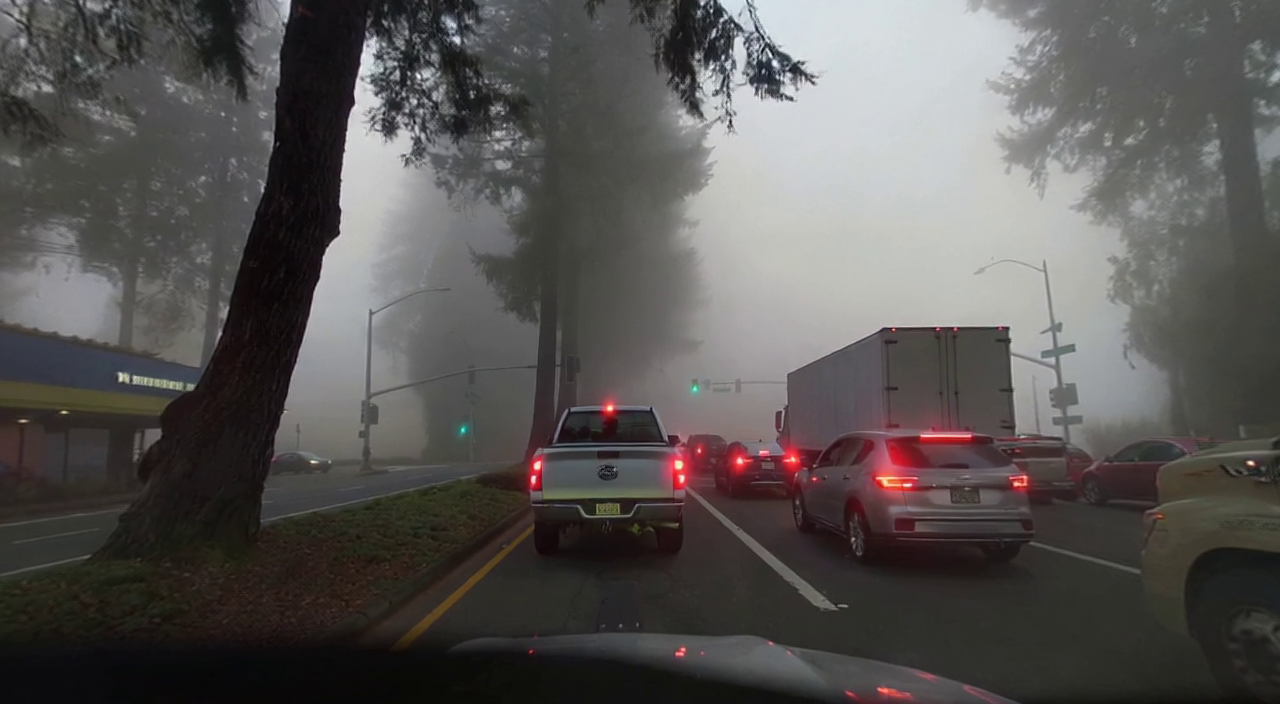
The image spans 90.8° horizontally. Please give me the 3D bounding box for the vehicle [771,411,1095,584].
[{"bbox_3d":[3.241,1.731,8.417,1.905,1.587,4.998,0,-9,0],"label":"vehicle"}]

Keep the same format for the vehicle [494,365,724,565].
[{"bbox_3d":[-0.365,1.615,9.561,2.499,2.183,5.111,0,-9,-1],"label":"vehicle"}]

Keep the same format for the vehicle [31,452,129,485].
[{"bbox_3d":[-28.556,5.908,32.377,1.730,1.534,3.922,1,-9,-8],"label":"vehicle"}]

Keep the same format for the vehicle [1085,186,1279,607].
[{"bbox_3d":[6.523,0.090,3.307,2.802,3.322,7.429,0,-9,0],"label":"vehicle"}]

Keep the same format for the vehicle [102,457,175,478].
[{"bbox_3d":[-38.156,8.783,48.120,4.150,1.474,1.826,-1,-9,6],"label":"vehicle"}]
